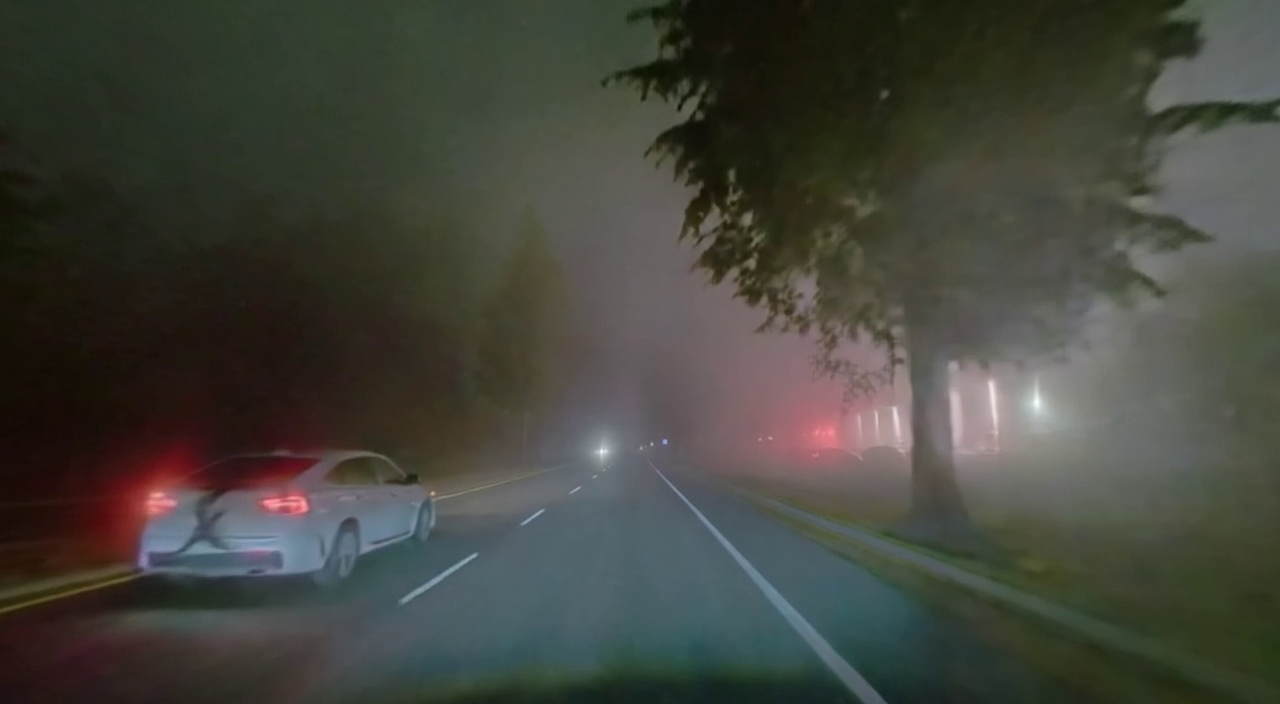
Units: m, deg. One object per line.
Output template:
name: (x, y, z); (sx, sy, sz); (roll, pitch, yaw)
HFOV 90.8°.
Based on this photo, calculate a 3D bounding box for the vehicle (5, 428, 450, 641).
vehicle: (-3.655, 1.646, 6.699); (2.030, 1.550, 3.925); (0, -9, 0)
